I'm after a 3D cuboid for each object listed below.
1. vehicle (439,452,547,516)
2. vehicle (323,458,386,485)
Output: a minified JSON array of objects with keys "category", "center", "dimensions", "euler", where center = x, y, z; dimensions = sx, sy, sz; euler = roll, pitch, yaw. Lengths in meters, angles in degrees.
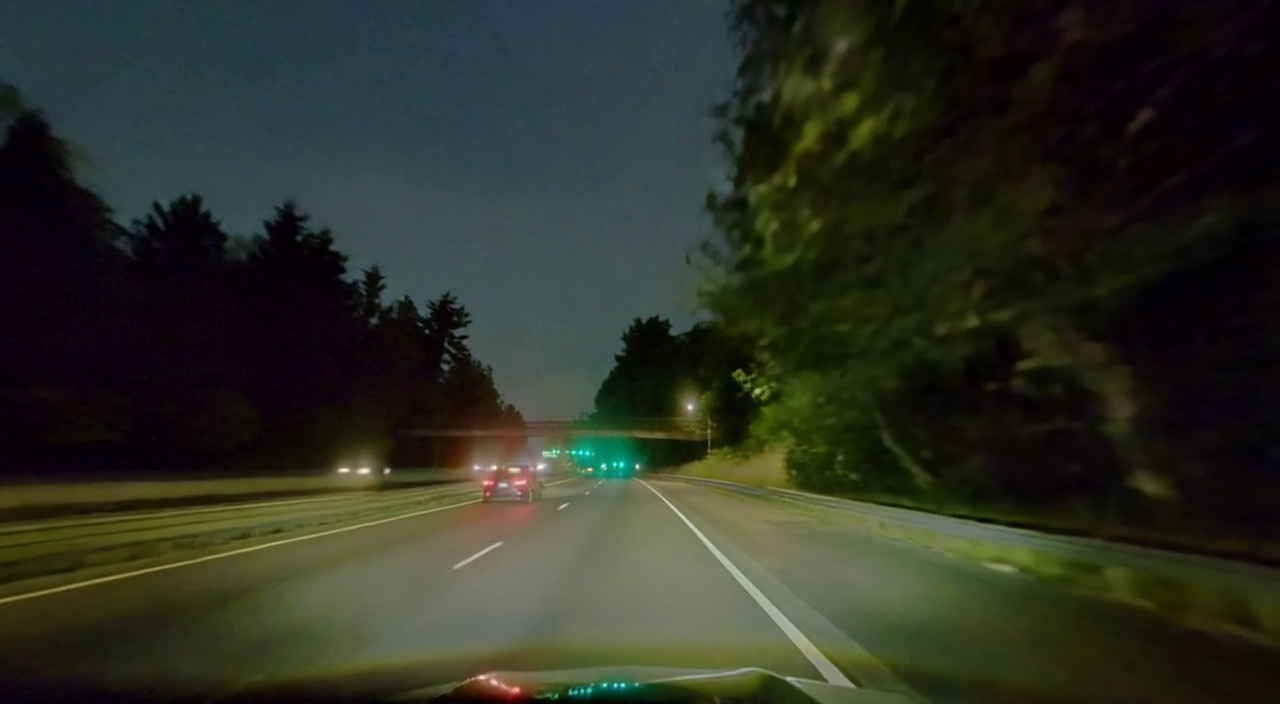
[{"category":"vehicle","center":[-4.539,4.227,20.454],"dimensions":[2.286,1.757,5.057],"euler":[1,-11,0]},{"category":"vehicle","center":[-17.051,7.191,37.854],"dimensions":[1.758,1.473,4.258],"euler":[1,-11,-1]}]
